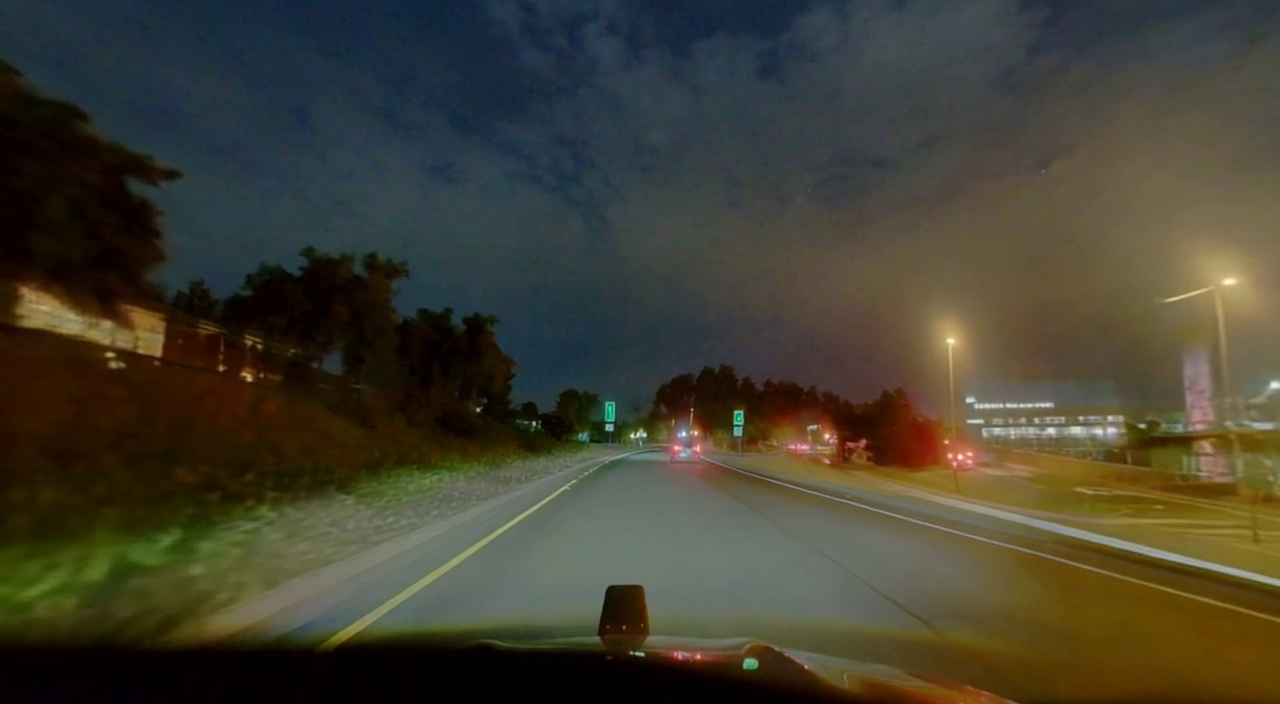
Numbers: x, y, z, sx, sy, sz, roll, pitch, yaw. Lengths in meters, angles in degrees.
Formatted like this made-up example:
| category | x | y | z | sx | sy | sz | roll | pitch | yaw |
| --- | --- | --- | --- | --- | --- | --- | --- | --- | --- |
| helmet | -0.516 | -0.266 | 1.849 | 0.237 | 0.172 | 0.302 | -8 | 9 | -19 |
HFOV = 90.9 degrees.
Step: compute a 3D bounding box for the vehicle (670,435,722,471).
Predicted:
| category | x | y | z | sx | sy | sz | roll | pitch | yaw |
| --- | --- | --- | --- | --- | --- | --- | --- | --- | --- |
| vehicle | 2.436 | 4.529 | 28.554 | 1.956 | 1.473 | 4.640 | 0 | -8 | 0 |
